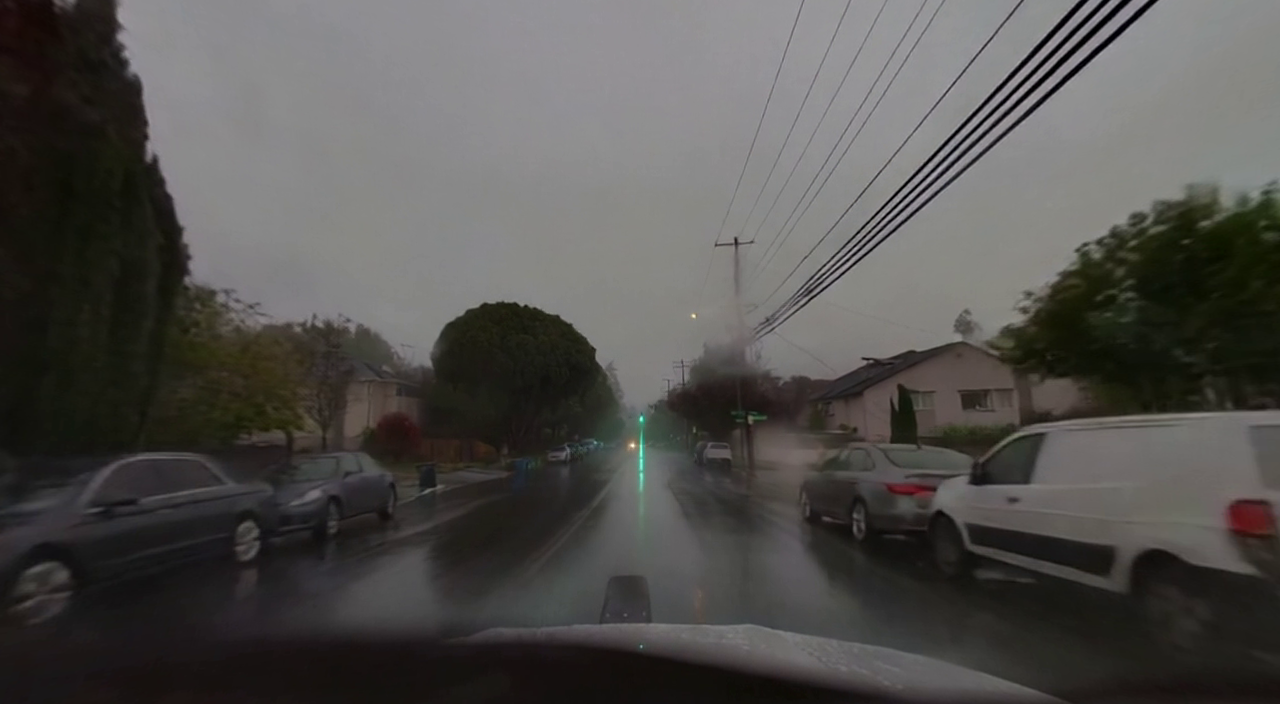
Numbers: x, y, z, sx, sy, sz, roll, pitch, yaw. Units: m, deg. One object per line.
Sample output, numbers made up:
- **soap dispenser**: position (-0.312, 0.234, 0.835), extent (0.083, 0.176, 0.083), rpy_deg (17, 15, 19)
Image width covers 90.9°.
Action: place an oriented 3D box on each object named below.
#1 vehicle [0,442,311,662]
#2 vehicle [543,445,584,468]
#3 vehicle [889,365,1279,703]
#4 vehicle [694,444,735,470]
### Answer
- **vehicle**: position (-5.435, 1.665, 6.319), extent (1.904, 1.504, 4.530), rpy_deg (0, -8, -1)
- **vehicle**: position (-5.496, 7.577, 45.849), extent (2.231, 1.492, 4.727), rpy_deg (0, -8, 1)
- **vehicle**: position (4.029, 1.244, 5.102), extent (1.874, 1.747, 4.786), rpy_deg (0, -9, -3)
- **vehicle**: position (4.296, 6.155, 37.050), extent (1.851, 1.438, 4.177), rpy_deg (0, -9, 0)
